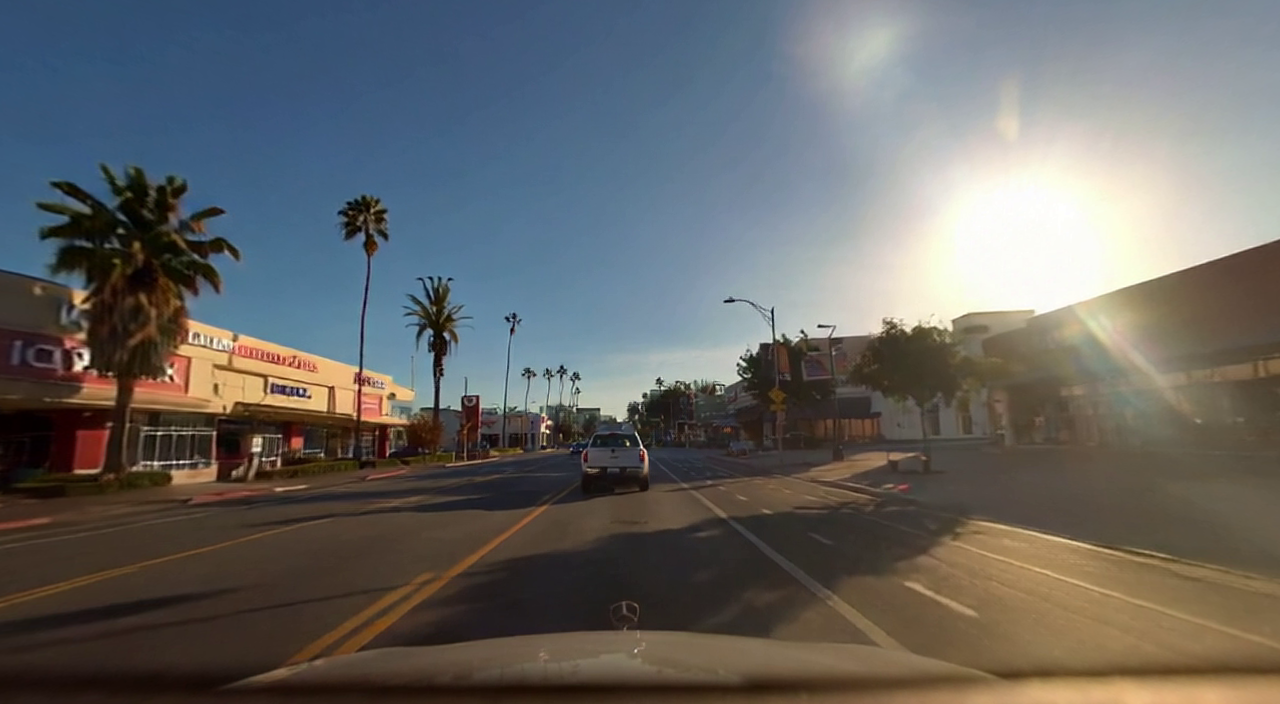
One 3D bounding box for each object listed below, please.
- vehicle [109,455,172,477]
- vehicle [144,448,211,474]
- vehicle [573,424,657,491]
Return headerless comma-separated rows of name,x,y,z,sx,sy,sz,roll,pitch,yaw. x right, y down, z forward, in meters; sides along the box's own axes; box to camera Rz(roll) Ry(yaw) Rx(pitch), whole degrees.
vehicle,-37.766,8.602,47.686,1.685,1.466,3.858,0,-8,-4
vehicle,-34.950,8.203,47.711,2.013,1.785,4.331,2,-8,-5
vehicle,-0.701,3.150,19.057,2.239,1.763,4.096,0,-8,-1
